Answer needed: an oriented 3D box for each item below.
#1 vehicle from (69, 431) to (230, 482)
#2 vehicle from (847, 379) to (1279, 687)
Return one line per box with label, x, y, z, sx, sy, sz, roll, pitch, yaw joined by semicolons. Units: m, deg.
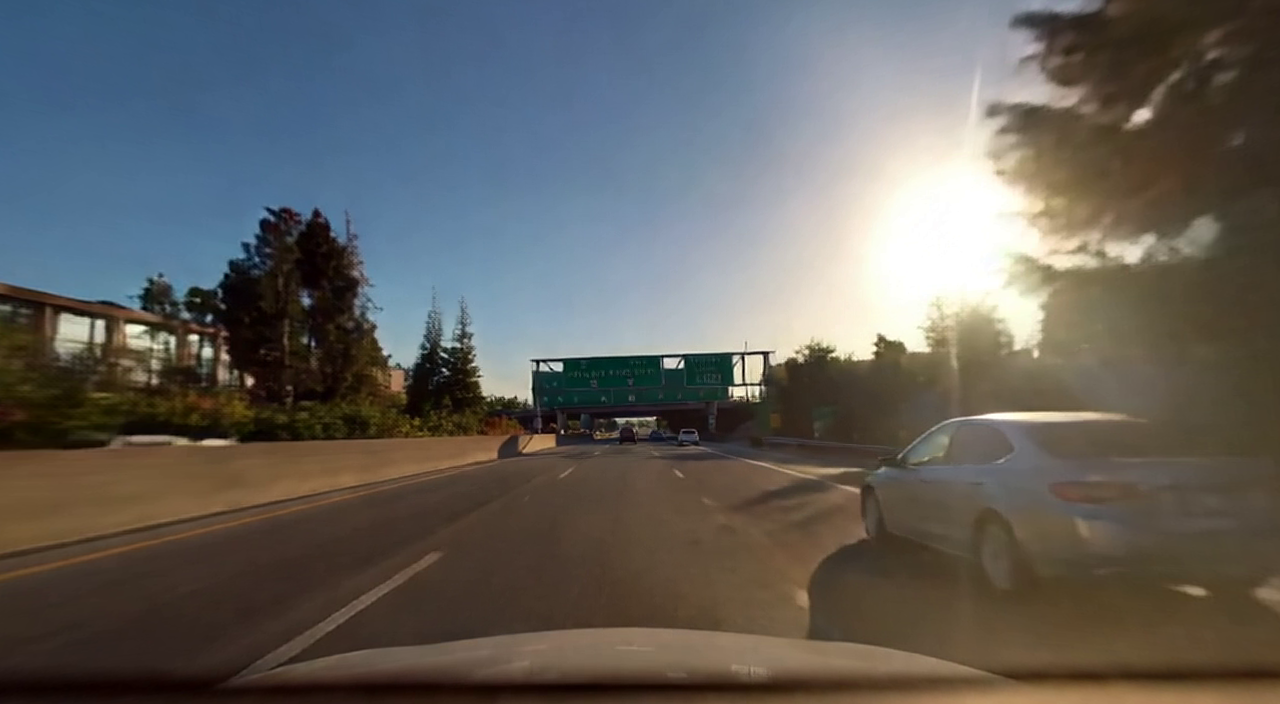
vehicle;-16.738;3.555;21.817;1.949;1.594;4.508;0;-8;0
vehicle;3.431;1.189;5.268;1.973;1.563;3.959;0;-8;-1
